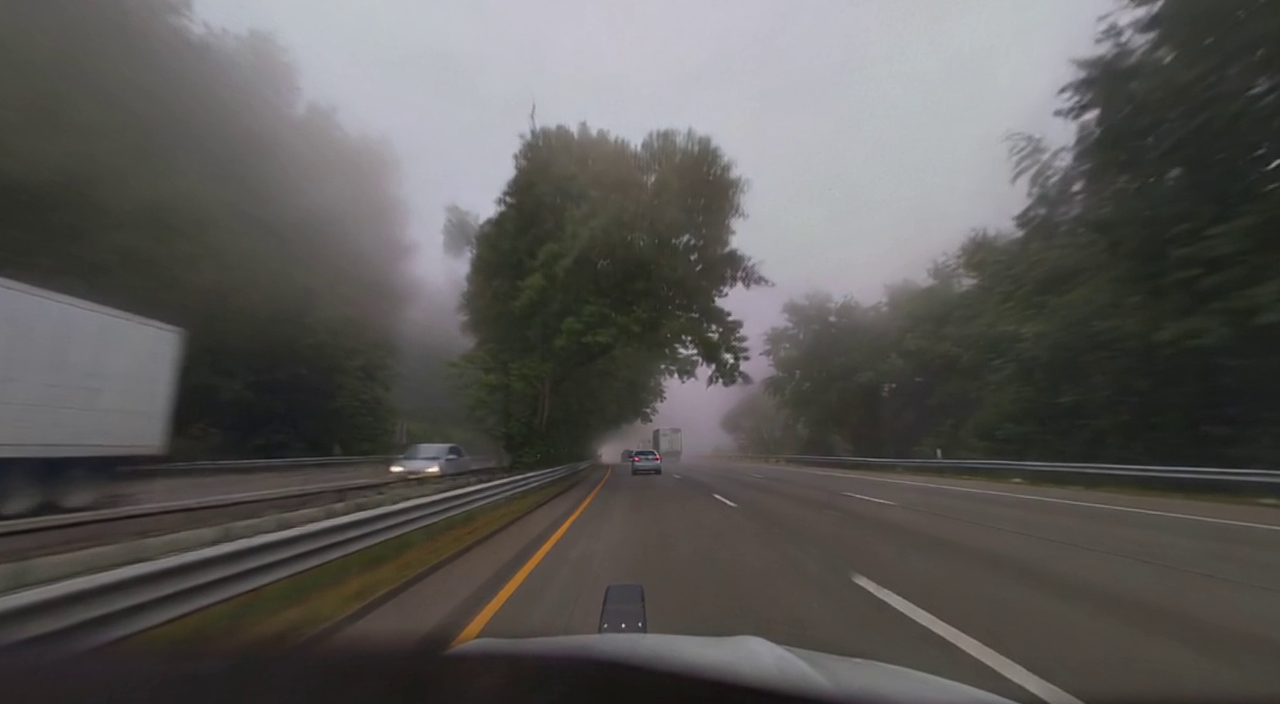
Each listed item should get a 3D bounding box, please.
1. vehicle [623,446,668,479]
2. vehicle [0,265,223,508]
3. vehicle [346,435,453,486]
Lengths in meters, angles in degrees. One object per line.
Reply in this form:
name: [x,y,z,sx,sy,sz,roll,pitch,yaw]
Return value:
vehicle: [0.216,5.439,31.207,2.069,1.523,4.012,0,-9,-2]
vehicle: [-12.417,0.558,10.517,2.927,4.111,12.019,0,-9,-2]
vehicle: [-7.880,3.594,21.158,1.872,1.496,4.373,0,-9,-1]
